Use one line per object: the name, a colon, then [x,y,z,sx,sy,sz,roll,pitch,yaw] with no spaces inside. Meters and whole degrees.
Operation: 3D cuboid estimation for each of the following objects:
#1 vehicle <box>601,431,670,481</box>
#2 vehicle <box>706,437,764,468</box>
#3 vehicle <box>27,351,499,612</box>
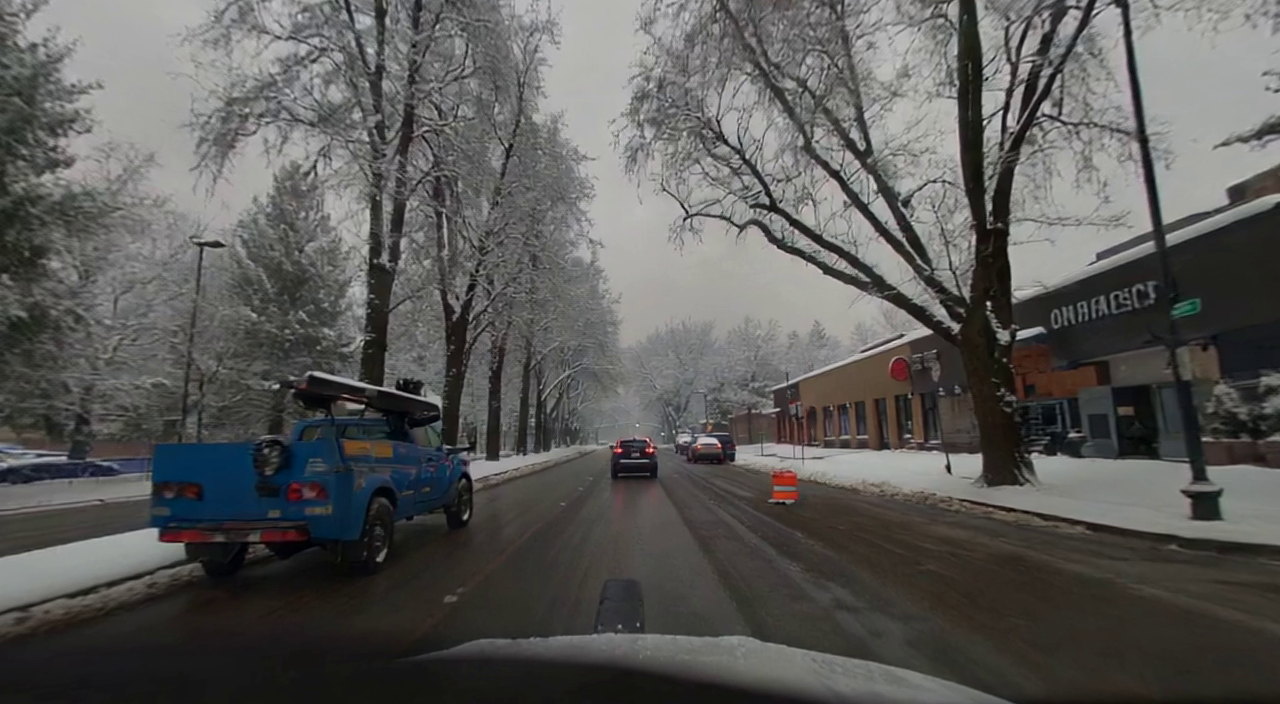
vehicle: [-0.195,3.962,24.309,2.413,1.748,4.406,0,-8,-1]
vehicle: [5.377,5.775,36.445,2.082,1.601,4.451,1,-9,-9]
vehicle: [-3.614,1.437,7.920,2.424,2.063,5.678,0,-9,0]
